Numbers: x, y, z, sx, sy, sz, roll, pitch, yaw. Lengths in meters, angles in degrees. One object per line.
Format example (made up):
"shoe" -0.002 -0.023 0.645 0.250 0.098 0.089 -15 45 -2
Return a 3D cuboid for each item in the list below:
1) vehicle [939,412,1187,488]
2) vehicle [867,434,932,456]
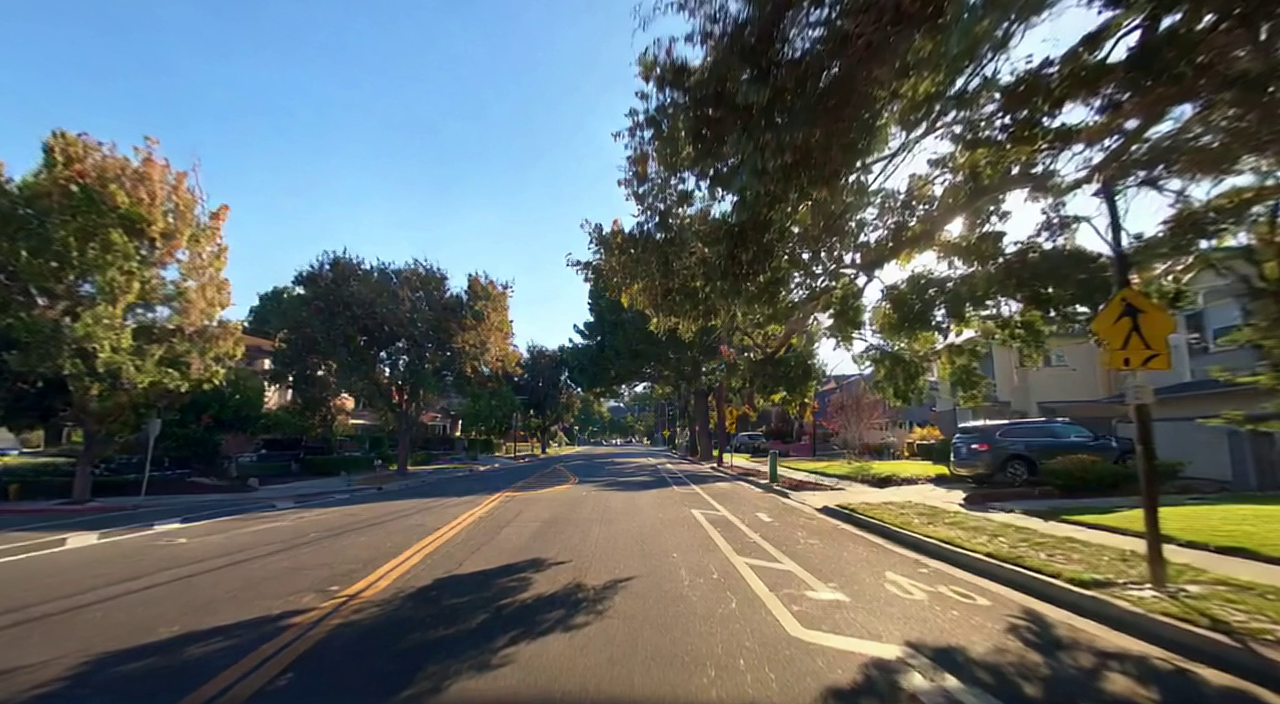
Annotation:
"vehicle" 10.875 2.569 16.545 4.760 1.808 2.402 0 -9 -2
"vehicle" 20.180 7.231 49.068 3.943 1.664 2.391 0 -8 -2
